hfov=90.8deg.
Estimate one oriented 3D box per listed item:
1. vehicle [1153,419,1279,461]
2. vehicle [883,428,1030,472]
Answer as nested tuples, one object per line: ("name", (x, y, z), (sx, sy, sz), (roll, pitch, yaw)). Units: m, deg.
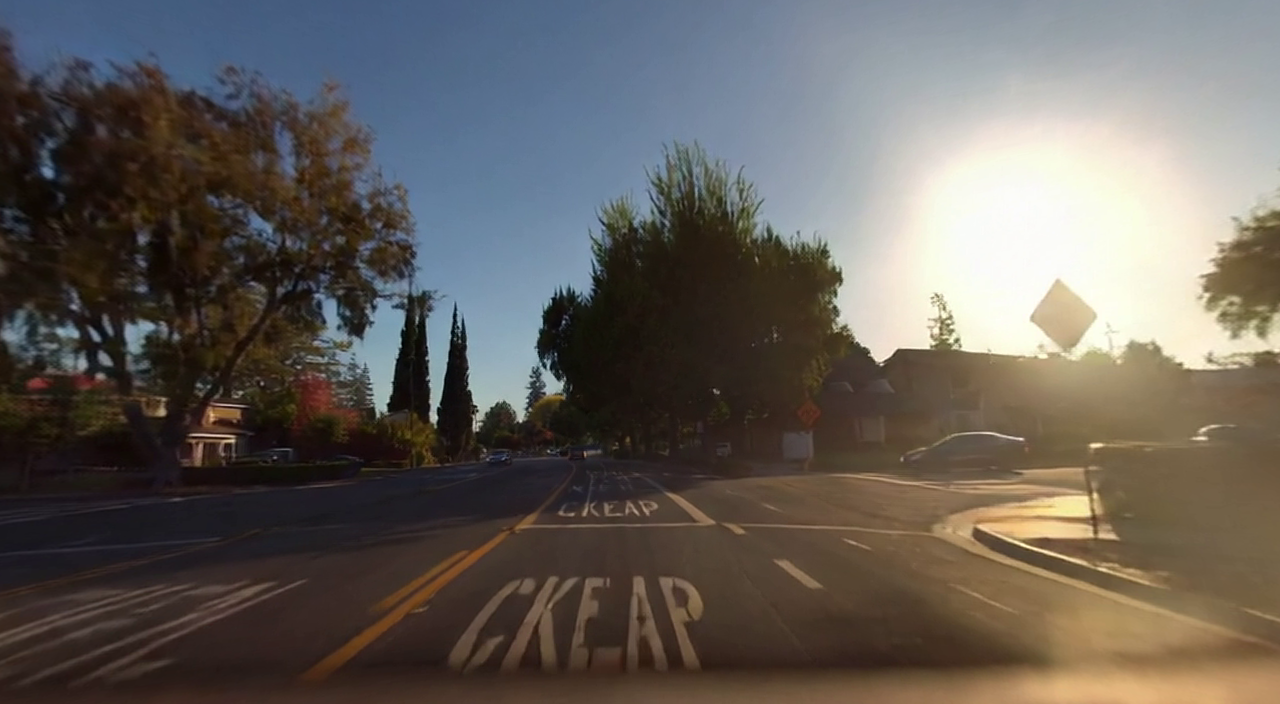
("vehicle", (25.663, 3.886, 27.882), (4.266, 1.738, 2.066), (0, -8, -3))
("vehicle", (12.401, 3.871, 25.005), (4.702, 1.661, 1.977), (0, -8, 0))
